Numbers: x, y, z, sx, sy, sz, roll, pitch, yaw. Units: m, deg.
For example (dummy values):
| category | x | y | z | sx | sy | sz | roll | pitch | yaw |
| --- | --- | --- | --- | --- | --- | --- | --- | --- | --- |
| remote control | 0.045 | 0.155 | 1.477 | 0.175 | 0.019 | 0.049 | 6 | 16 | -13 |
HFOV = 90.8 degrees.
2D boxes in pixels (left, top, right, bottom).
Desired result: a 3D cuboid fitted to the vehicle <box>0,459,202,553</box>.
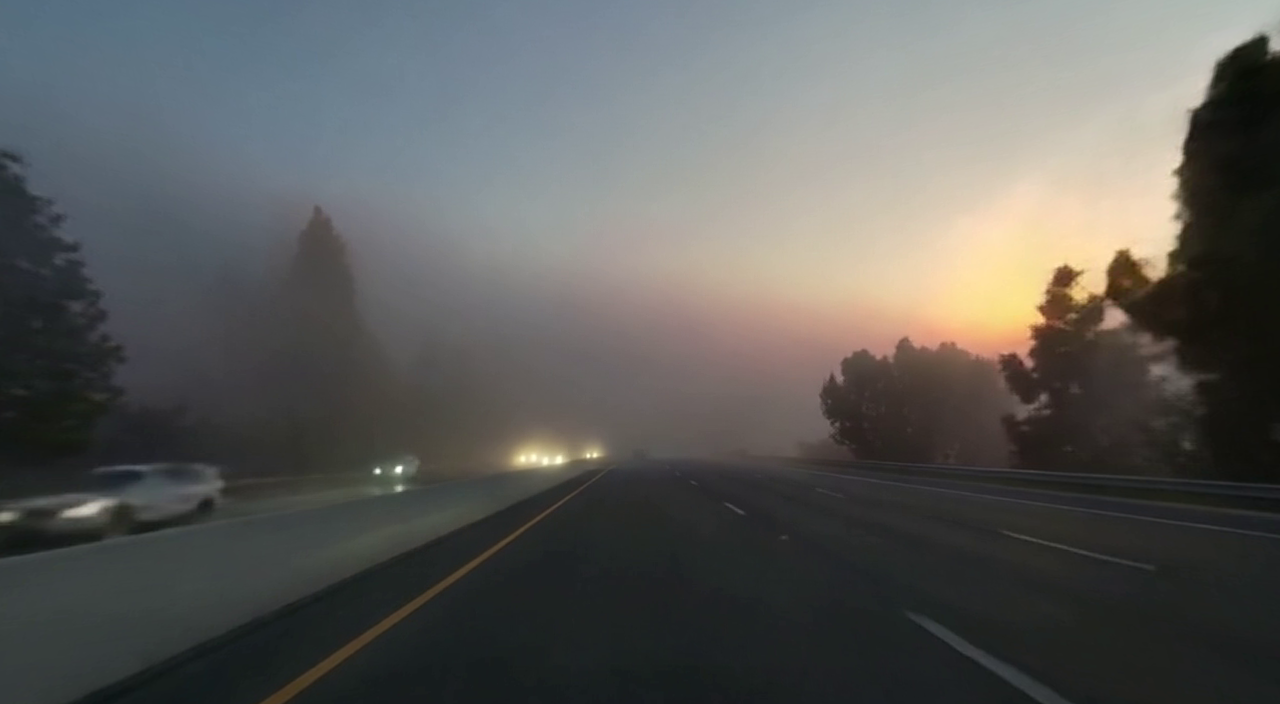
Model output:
| category | x | y | z | sx | sy | sz | roll | pitch | yaw |
| --- | --- | --- | --- | --- | --- | --- | --- | --- | --- |
| vehicle | -12.107 | 3.201 | 13.771 | 1.965 | 1.625 | 4.322 | 0 | -9 | 0 |

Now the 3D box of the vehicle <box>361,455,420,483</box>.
| category | x | y | z | sx | sy | sz | roll | pitch | yaw |
| --- | --- | --- | --- | --- | --- | --- | --- | --- | --- |
| vehicle | -16.664 | 7.809 | 42.442 | 2.072 | 1.695 | 4.554 | 0 | -9 | 0 |
